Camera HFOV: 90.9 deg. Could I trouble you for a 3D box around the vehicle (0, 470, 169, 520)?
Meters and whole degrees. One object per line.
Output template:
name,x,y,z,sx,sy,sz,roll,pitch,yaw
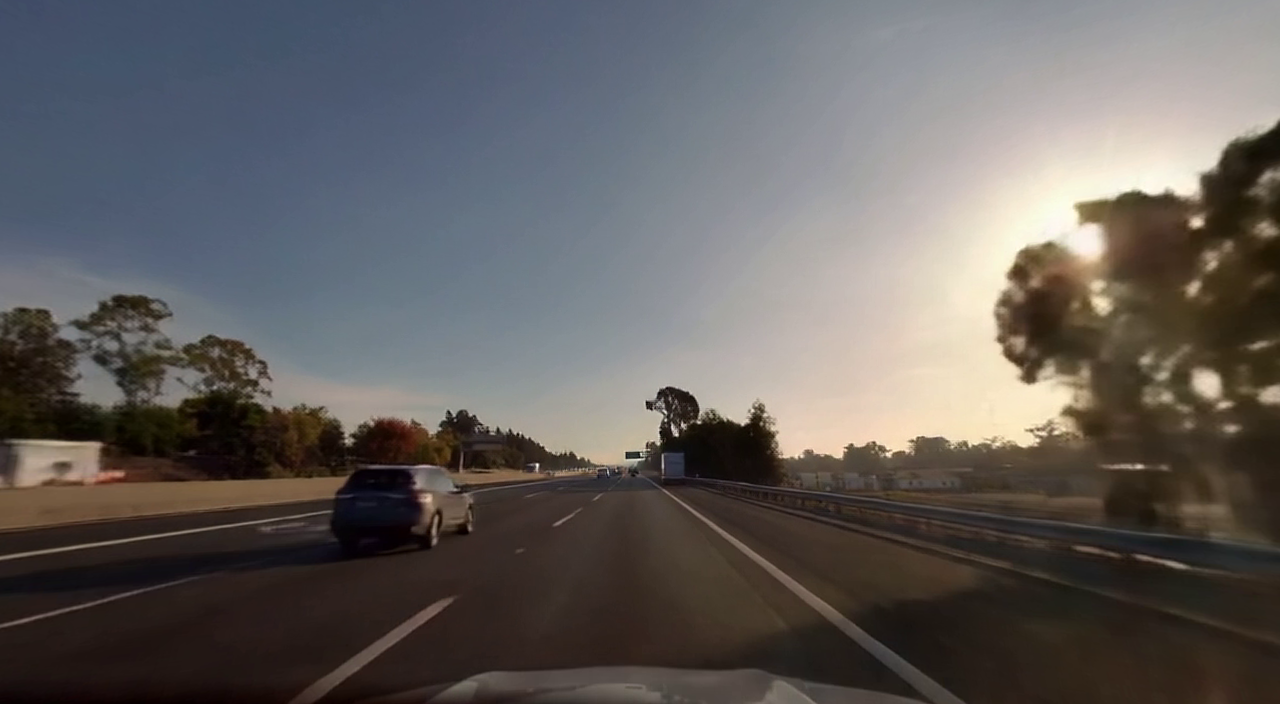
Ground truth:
vehicle,-18.955,4.843,21.729,1.802,1.457,4.631,1,-10,0

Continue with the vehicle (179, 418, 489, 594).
vehicle,-3.862,2.093,9.239,2.036,1.835,4.888,1,-10,0
